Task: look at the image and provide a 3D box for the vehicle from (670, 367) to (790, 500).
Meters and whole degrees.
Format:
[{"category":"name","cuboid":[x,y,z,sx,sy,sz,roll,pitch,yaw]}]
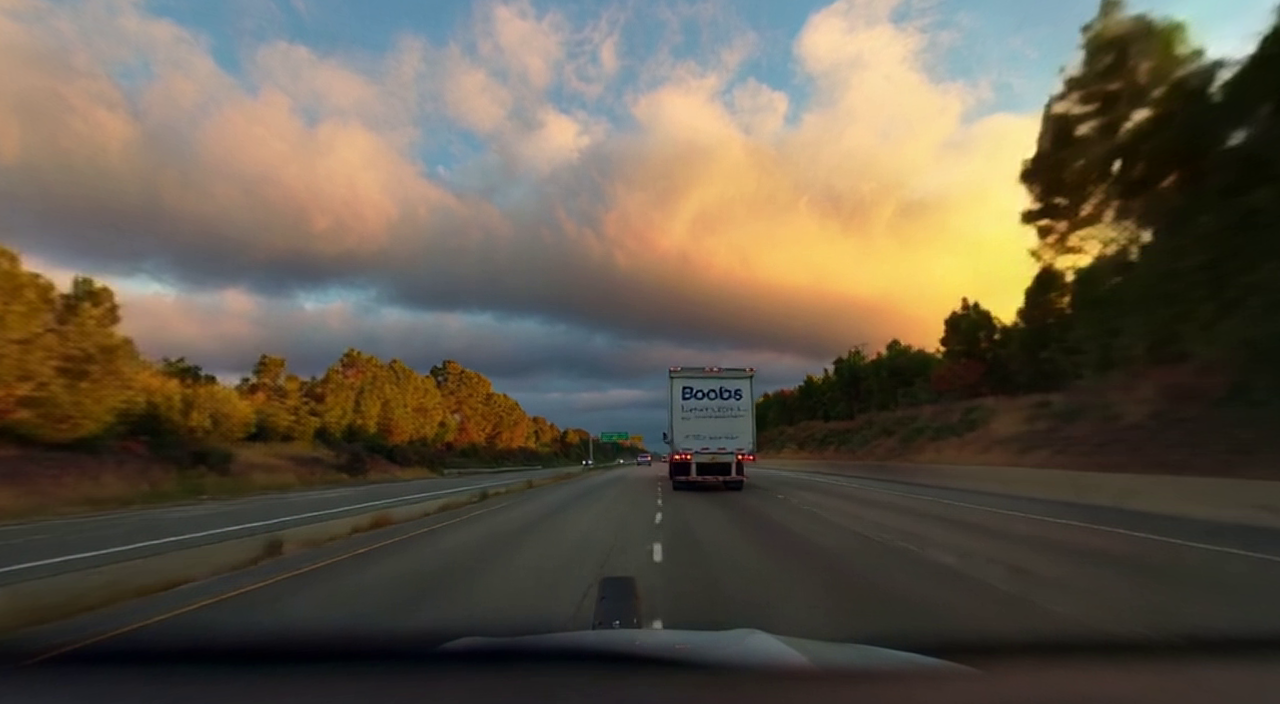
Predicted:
[{"category":"vehicle","cuboid":[3.174,3.787,28.015,3.537,4.071,17.399,-1,-9,3]}]
